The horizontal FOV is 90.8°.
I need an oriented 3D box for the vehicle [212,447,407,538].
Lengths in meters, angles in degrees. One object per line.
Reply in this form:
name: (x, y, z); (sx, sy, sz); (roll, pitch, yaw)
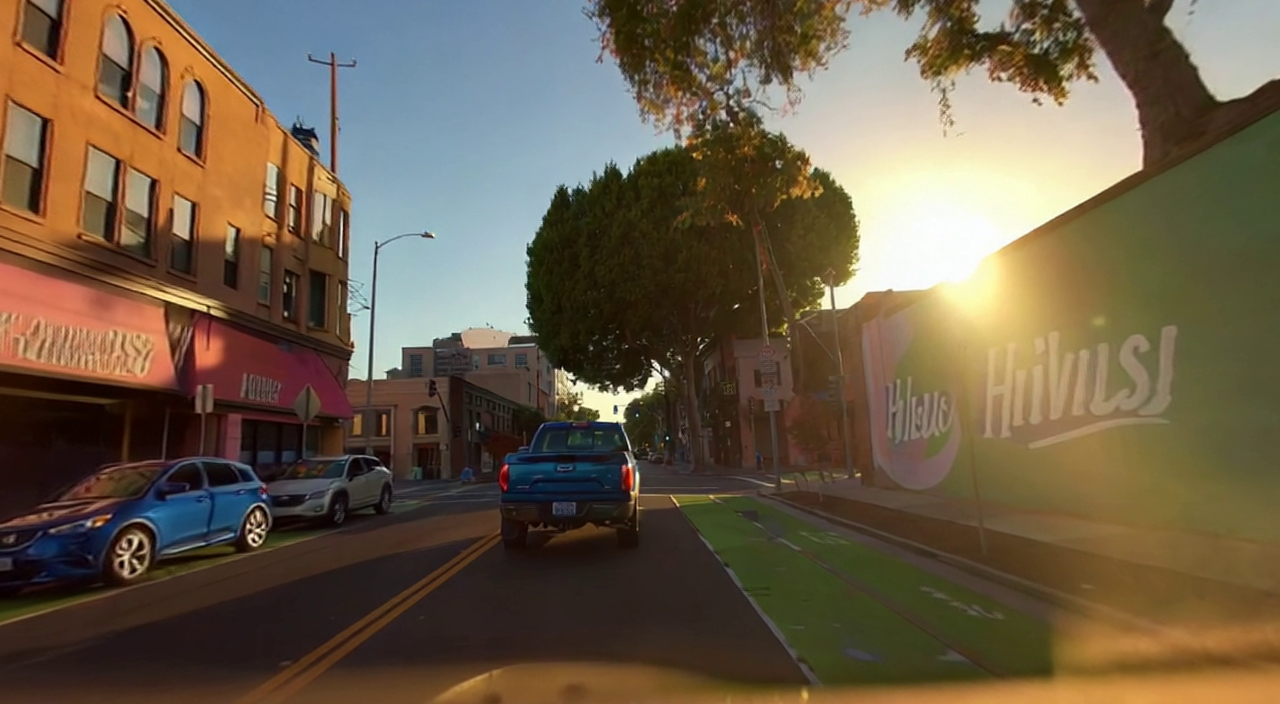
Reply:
vehicle: (-7.406, 3.124, 14.922); (1.884, 1.730, 5.076); (0, -8, 0)

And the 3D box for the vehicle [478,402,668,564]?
vehicle: (-0.768, 1.881, 9.791); (2.215, 1.882, 4.611); (0, -8, 0)

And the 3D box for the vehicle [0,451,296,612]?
vehicle: (-7.174, 2.335, 9.251); (1.882, 1.686, 4.489); (0, -8, -2)
